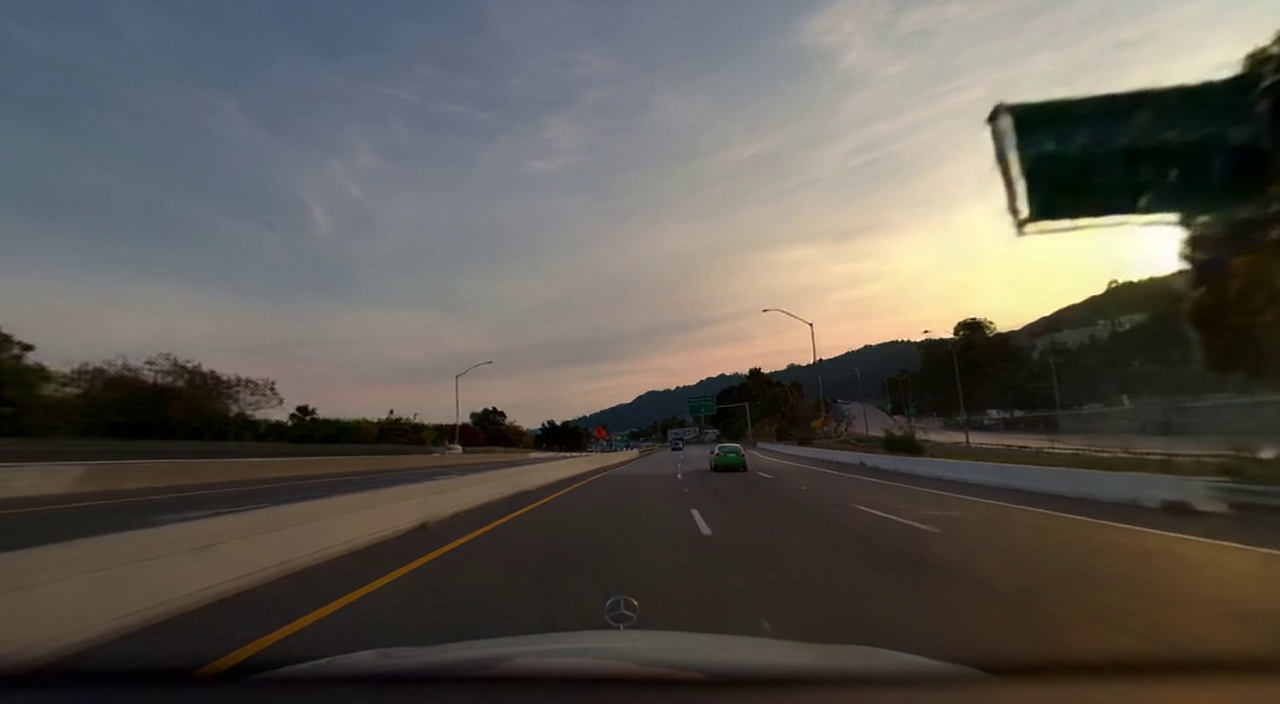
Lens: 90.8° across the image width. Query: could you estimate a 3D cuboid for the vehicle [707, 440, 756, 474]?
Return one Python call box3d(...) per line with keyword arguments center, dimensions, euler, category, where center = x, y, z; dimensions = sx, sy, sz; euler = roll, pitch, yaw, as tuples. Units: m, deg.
box3d(center=(4.296, 4.988, 30.238), dimensions=(1.874, 1.506, 4.116), euler=(-1, -8, 2), category="vehicle")
